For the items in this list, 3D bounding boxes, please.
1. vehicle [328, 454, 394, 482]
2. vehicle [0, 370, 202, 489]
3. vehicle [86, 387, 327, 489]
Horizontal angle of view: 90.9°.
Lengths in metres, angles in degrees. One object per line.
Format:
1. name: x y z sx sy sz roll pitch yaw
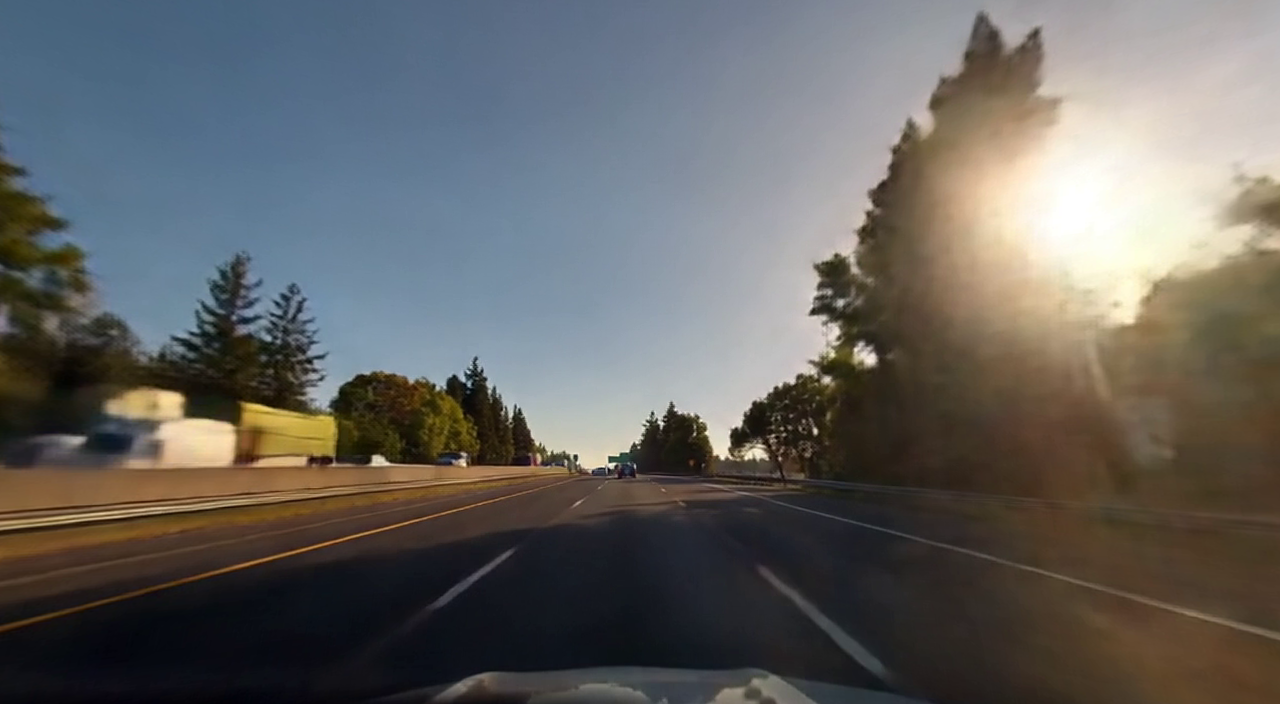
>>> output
1. vehicle: -16.172 6.783 36.812 1.802 1.466 4.561 1 -10 -1
2. vehicle: -20.513 3.120 24.143 2.999 3.965 5.891 1 -10 -1
3. vehicle: -20.725 4.665 32.104 2.857 4.033 13.842 1 -10 -2
